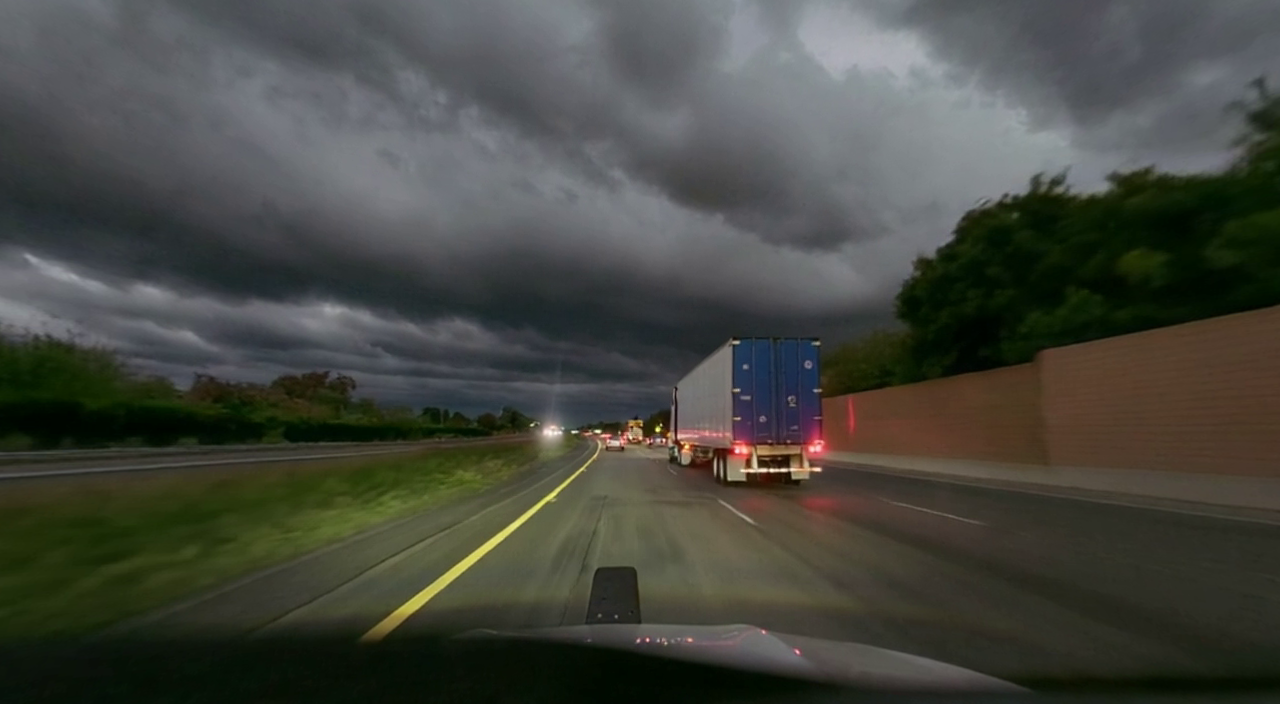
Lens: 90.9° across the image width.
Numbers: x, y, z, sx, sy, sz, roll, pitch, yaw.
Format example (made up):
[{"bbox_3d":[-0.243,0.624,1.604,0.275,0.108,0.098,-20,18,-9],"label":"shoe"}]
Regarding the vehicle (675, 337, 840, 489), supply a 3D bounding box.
[{"bbox_3d":[3.506,2.502,23.920,2.965,4.033,14.299,0,-7,-2],"label":"vehicle"}]
